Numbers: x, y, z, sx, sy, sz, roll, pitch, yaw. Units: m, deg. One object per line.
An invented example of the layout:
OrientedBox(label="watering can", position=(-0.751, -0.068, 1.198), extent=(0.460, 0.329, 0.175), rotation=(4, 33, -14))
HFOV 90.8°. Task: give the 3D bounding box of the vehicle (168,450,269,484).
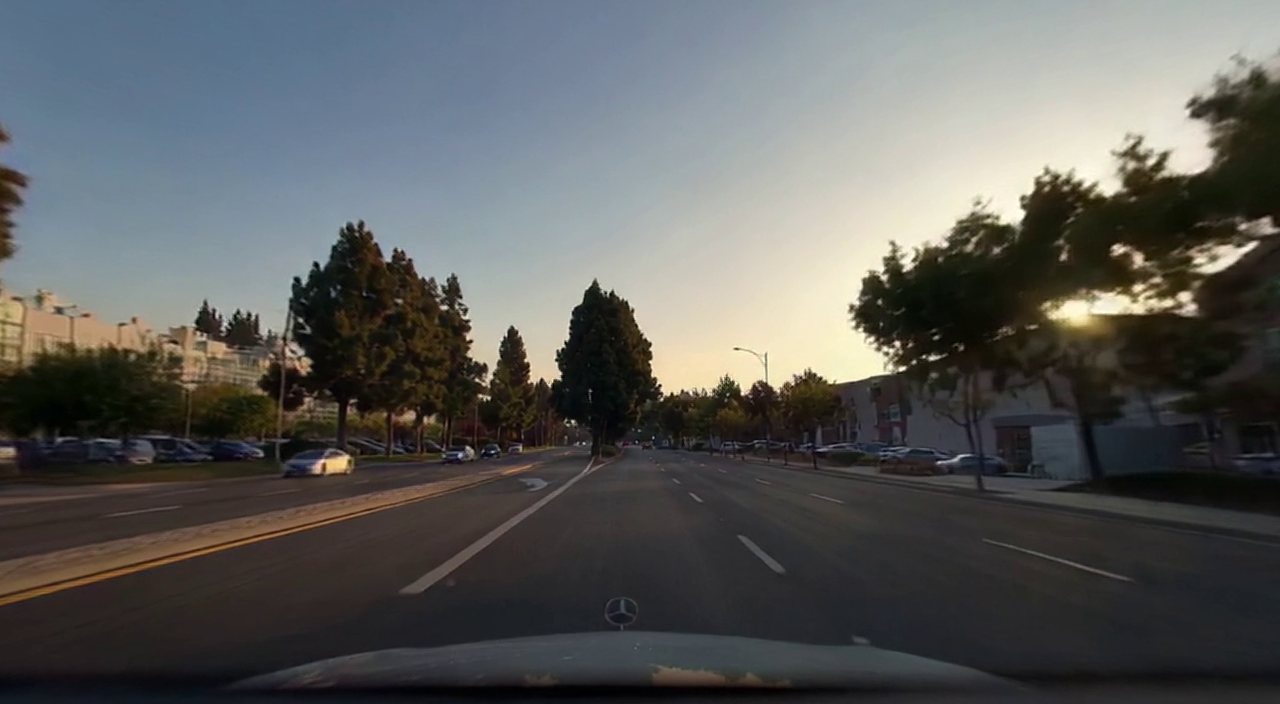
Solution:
OrientedBox(label="vehicle", position=(-19.846, 5.415, 30.018), extent=(1.787, 1.437, 4.414), rotation=(0, -8, -1))

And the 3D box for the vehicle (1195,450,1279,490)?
OrientedBox(label="vehicle", position=(32.525, 6.106, 32.908), extent=(4.886, 1.888, 2.122), rotation=(-3, -11, 2))

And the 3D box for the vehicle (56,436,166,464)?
OrientedBox(label="vehicle", position=(-32.283, 6.046, 38.686), extent=(1.883, 1.596, 4.676), rotation=(-7, -12, 34))

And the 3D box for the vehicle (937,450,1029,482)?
OrientedBox(label="vehicle", position=(20.602, 6.788, 37.978), extent=(4.573, 1.747, 2.191), rotation=(-6, -10, 34))
